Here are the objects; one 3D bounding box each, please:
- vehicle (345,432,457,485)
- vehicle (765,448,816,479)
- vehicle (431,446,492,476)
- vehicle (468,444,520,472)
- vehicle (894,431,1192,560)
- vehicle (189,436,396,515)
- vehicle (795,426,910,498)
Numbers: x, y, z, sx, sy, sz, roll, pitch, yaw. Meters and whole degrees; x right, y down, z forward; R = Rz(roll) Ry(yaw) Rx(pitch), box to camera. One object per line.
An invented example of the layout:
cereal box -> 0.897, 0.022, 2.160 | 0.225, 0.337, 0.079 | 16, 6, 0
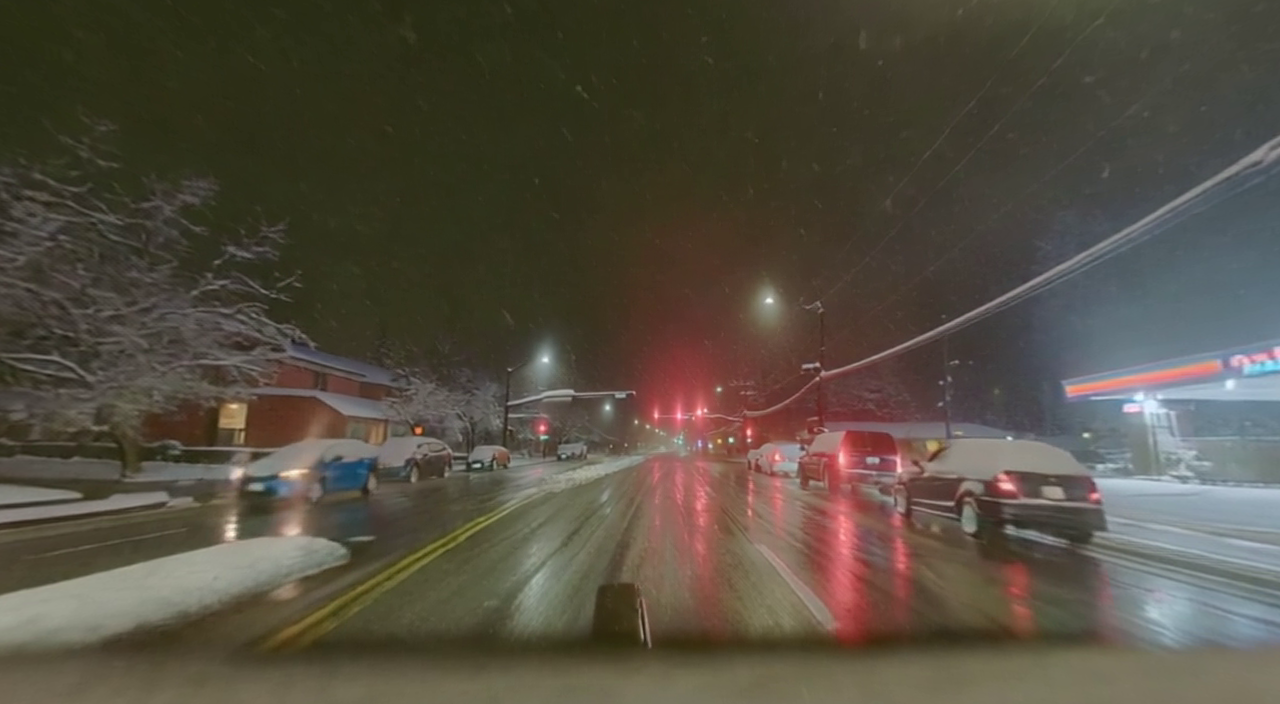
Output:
vehicle -> -10.105, 4.568, 27.369 | 2.214, 1.994, 5.721 | 0, -9, 4
vehicle -> 7.553, 5.615, 32.079 | 1.738, 1.436, 4.232 | 0, -9, 2
vehicle -> -9.639, 5.892, 34.440 | 1.785, 1.478, 4.329 | 0, -9, 4
vehicle -> -9.305, 6.776, 40.540 | 1.954, 1.652, 4.440 | 0, -9, 4
vehicle -> 6.493, 2.333, 11.153 | 1.995, 1.720, 5.067 | 0, -9, 1
vehicle -> -8.206, 2.937, 15.611 | 2.007, 1.606, 4.764 | -1, -9, 7
vehicle -> 7.074, 3.743, 21.903 | 2.181, 2.103, 6.044 | 0, -9, 3
